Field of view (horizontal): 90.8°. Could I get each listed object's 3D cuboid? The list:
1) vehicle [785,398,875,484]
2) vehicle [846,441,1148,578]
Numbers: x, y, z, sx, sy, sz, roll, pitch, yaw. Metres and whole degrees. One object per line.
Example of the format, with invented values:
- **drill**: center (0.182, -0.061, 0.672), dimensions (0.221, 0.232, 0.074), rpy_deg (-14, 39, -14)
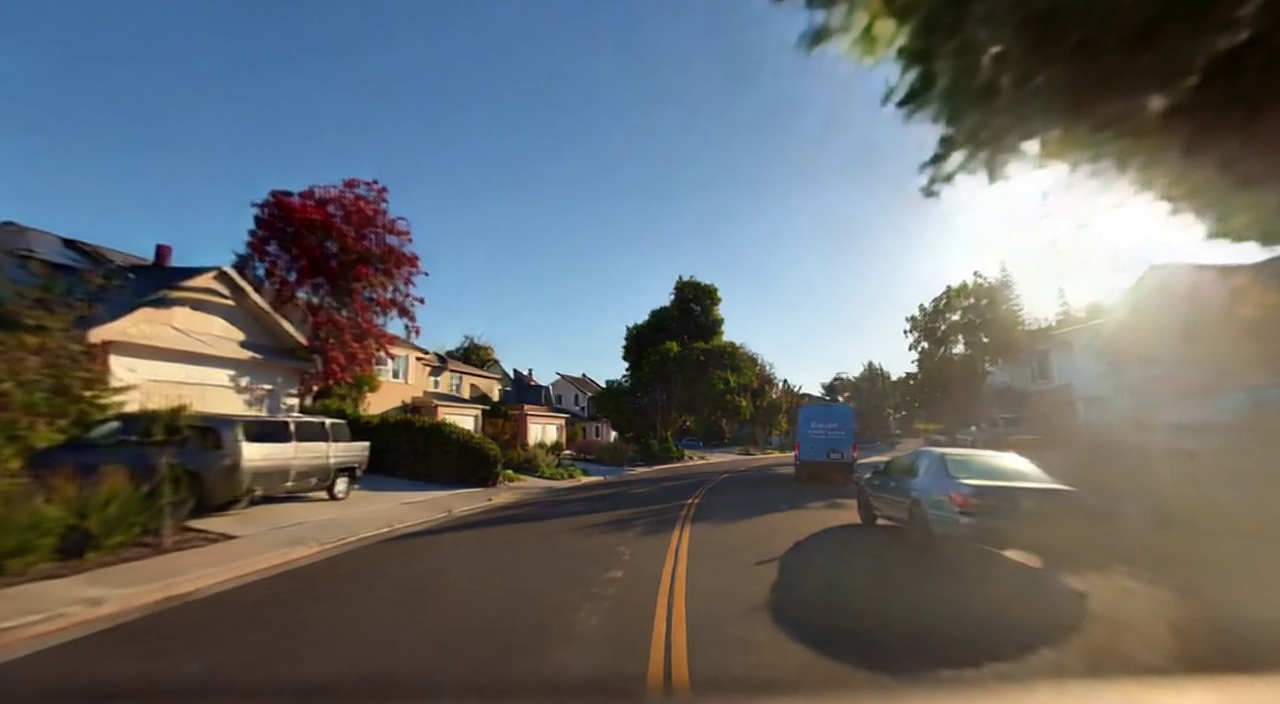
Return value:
- **vehicle**: center (6.920, 3.320, 23.556), dimensions (2.684, 2.712, 6.197), rpy_deg (-3, -8, 14)
- **vehicle**: center (4.275, 1.890, 8.531), dimensions (1.835, 1.349, 4.285), rpy_deg (-1, -8, 4)
